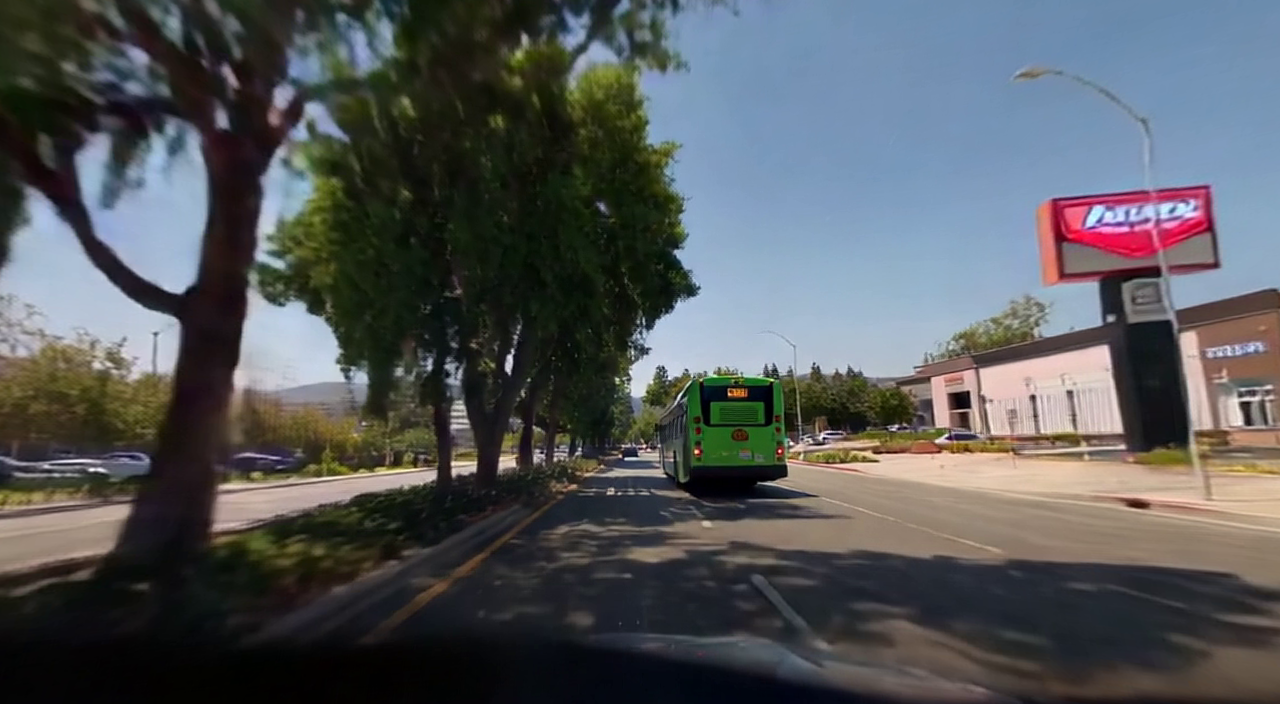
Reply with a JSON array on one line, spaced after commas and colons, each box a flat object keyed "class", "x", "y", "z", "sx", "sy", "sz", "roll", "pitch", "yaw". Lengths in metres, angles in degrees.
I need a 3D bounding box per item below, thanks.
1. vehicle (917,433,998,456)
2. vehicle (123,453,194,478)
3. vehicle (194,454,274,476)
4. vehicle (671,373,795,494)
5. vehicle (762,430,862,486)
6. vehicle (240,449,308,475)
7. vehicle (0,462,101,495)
[{"class": "vehicle", "x": 21.580, "y": 6.309, "z": 42.844, "sx": 4.589, "sy": 1.480, "sz": 1.979, "roll": 1, "pitch": -9, "yaw": -10}, {"class": "vehicle", "x": -36.963, "y": 8.706, "z": 48.467, "sx": 1.941, "sy": 1.761, "sz": 4.272, "roll": 0, "pitch": -8, "yaw": 1}, {"class": "vehicle", "x": -31.116, "y": 8.642, "z": 48.528, "sx": 2.314, "sy": 1.487, "sz": 5.898, "roll": 2, "pitch": -9, "yaw": -1}, {"class": "vehicle", "x": 2.776, "y": 2.912, "z": 21.993, "sx": 2.766, "sy": 3.306, "sz": 9.281, "roll": 0, "pitch": -8, "yaw": -1}, {"class": "vehicle", "x": 5.983, "y": 3.744, "z": 22.534, "sx": 2.129, "sy": 1.754, "sz": 4.668, "roll": 0, "pitch": -8, "yaw": -2}, {"class": "vehicle", "x": -28.481, "y": 8.550, "z": 49.195, "sx": 2.181, "sy": 1.901, "sz": 5.196, "roll": 0, "pitch": -8, "yaw": 1}, {"class": "vehicle", "x": -31.725, "y": 6.593, "z": 32.897, "sx": 1.983, "sy": 1.531, "sz": 5.126, "roll": -8, "pitch": -12, "yaw": 44}]
